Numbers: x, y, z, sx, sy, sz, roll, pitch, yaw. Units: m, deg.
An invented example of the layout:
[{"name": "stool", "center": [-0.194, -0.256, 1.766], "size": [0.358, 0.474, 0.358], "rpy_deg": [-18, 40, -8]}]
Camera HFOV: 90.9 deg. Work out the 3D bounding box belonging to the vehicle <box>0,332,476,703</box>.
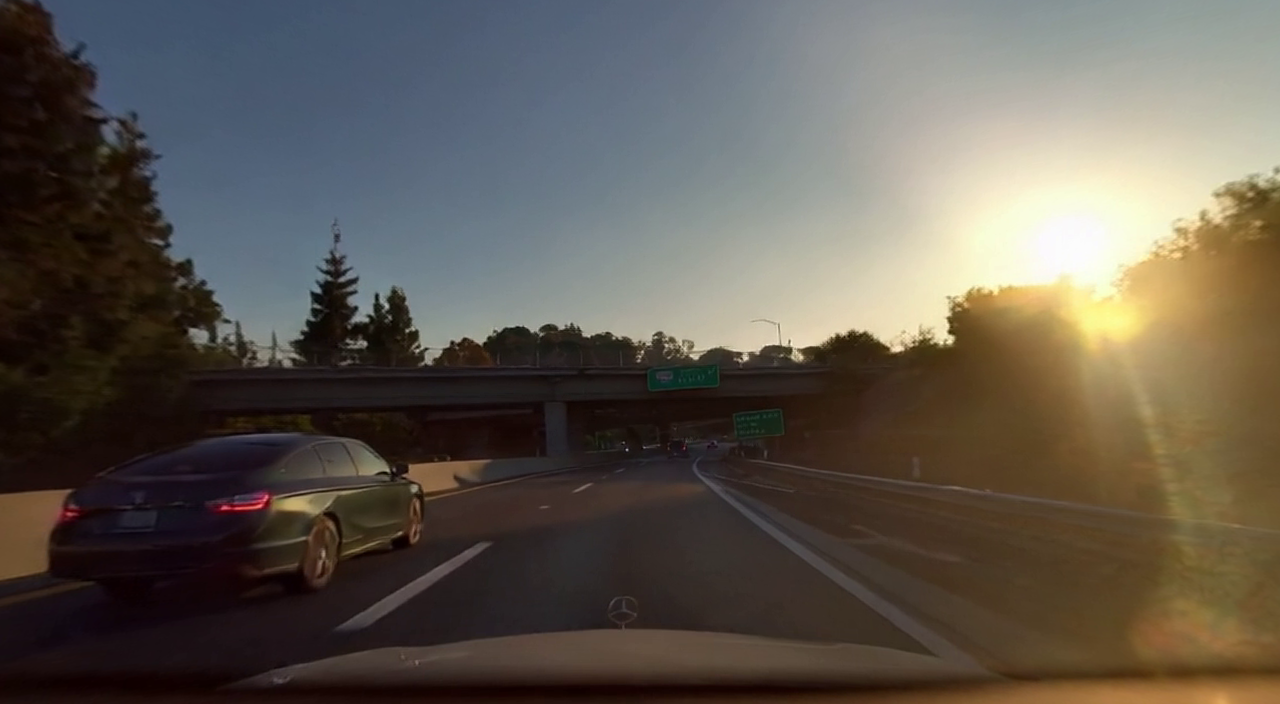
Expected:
[{"name": "vehicle", "center": [-3.433, 1.266, 5.935], "size": [2.143, 1.851, 5.817], "rpy_deg": [0, -9, 1]}]
